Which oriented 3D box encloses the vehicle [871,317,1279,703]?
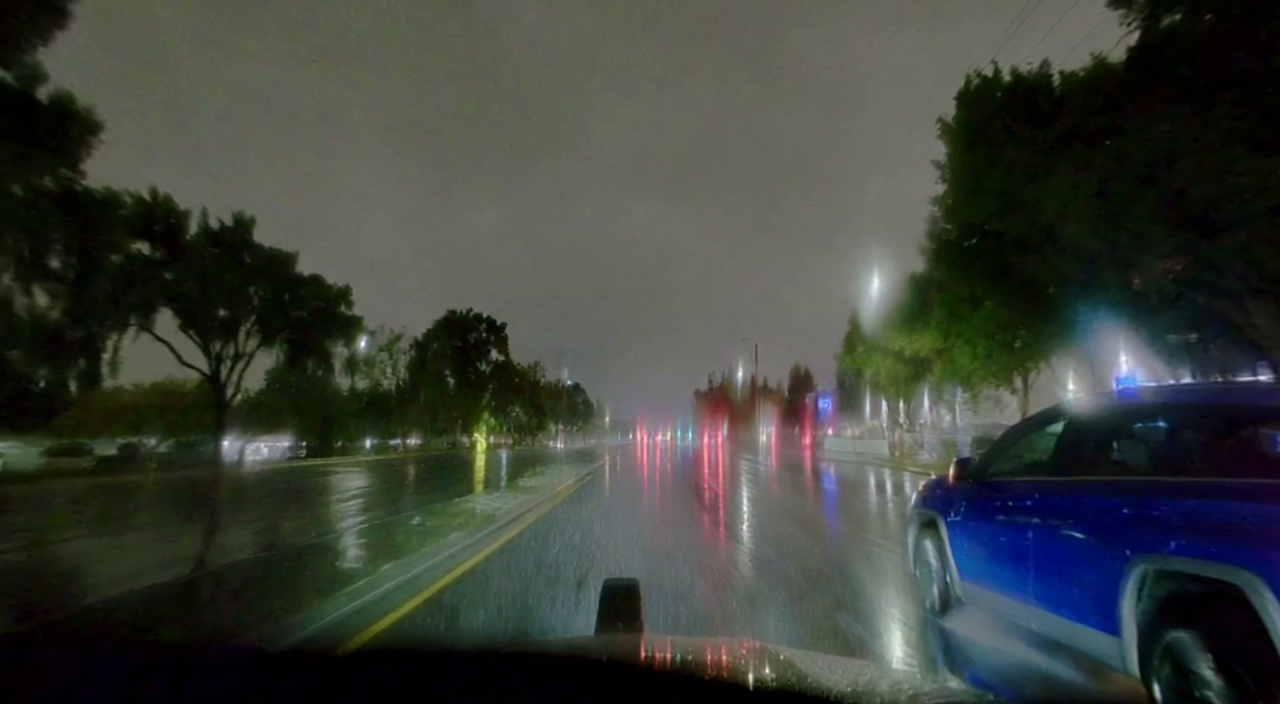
[{"bbox_3d":[3.071,0.916,3.287,2.060,1.665,4.284,0,-8,0],"label":"vehicle"}]
